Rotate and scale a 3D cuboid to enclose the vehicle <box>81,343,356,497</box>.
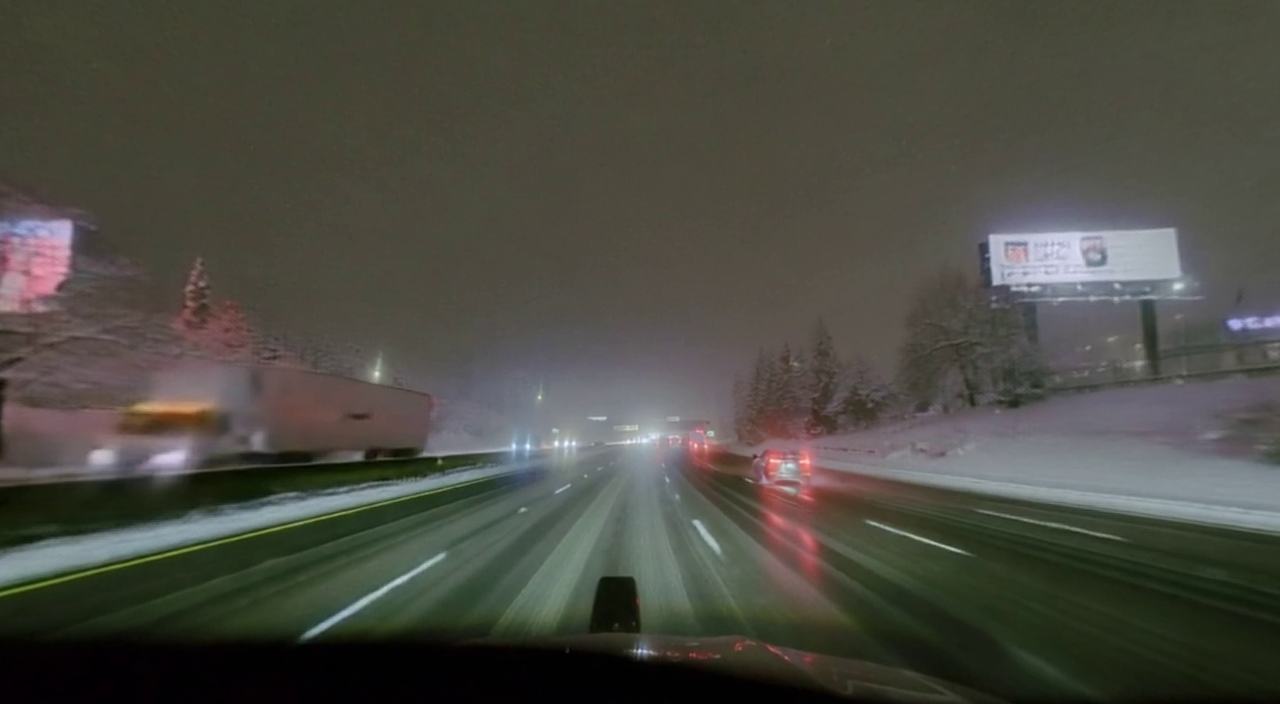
[{"bbox_3d":[-12.630,2.329,20.342,3.010,3.944,8.280,0,-9,0],"label":"vehicle"}]
